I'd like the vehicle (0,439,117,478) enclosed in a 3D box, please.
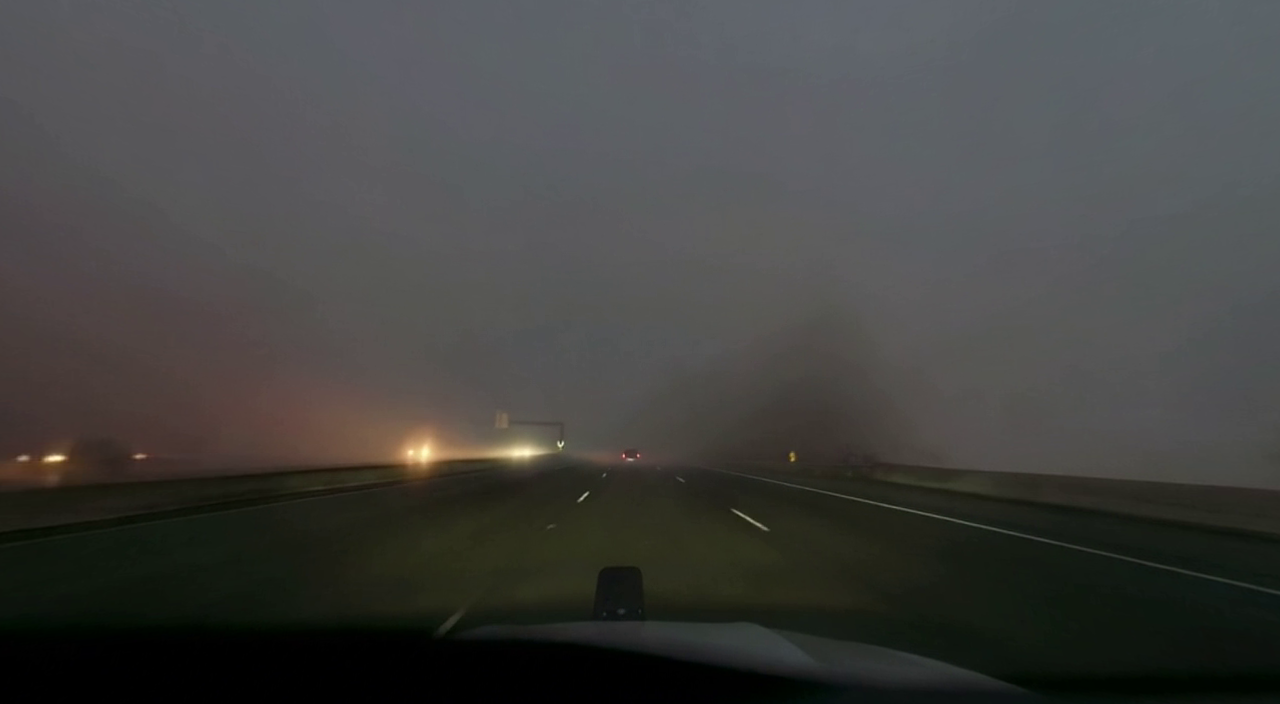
[{"bbox_3d":[-24.607,4.389,26.237,1.834,1.458,4.546,0,-9,0],"label":"vehicle"}]
